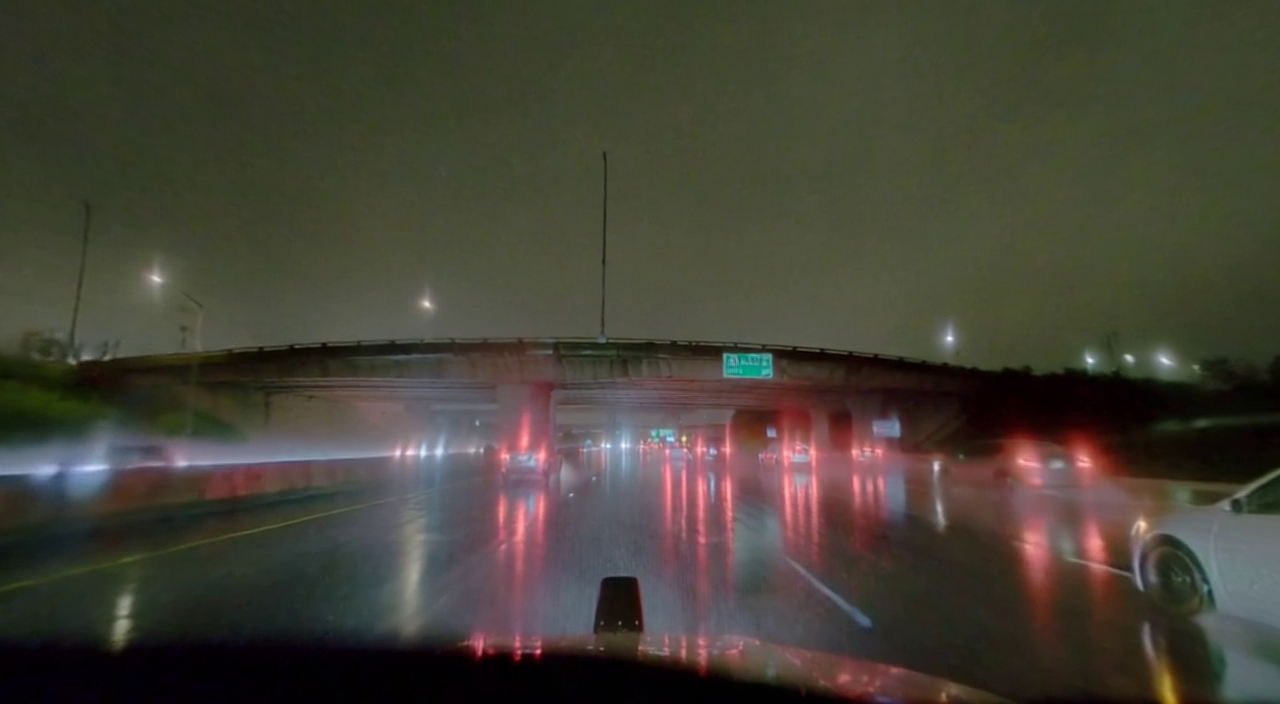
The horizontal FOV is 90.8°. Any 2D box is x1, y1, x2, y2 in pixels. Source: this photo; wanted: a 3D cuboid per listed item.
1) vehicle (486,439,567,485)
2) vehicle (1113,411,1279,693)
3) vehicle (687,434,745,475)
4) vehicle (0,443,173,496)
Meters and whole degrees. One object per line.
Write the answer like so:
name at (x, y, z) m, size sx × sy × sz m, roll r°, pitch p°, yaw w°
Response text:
vehicle at (-4.006, 3.989, 23.205) m, size 1.997 × 1.476 × 4.703 m, roll 0°, pitch -8°, yaw 1°
vehicle at (4.323, 0.898, 2.277) m, size 1.989 × 1.472 × 4.322 m, roll 0°, pitch -8°, yaw 2°
vehicle at (3.465, 4.792, 29.692) m, size 2.072 × 1.761 × 4.242 m, roll 0°, pitch -8°, yaw -2°
vehicle at (-17.198, 3.581, 19.705) m, size 1.877 × 1.456 × 4.569 m, roll 0°, pitch -9°, yaw -3°
